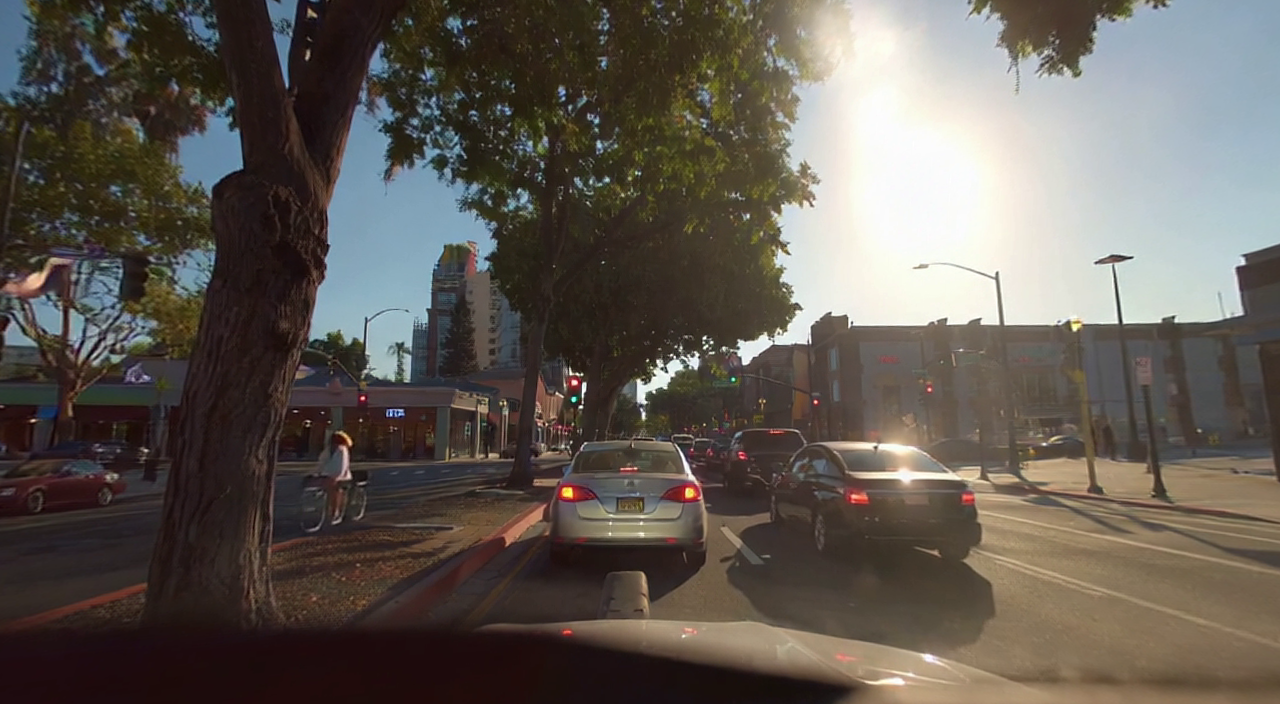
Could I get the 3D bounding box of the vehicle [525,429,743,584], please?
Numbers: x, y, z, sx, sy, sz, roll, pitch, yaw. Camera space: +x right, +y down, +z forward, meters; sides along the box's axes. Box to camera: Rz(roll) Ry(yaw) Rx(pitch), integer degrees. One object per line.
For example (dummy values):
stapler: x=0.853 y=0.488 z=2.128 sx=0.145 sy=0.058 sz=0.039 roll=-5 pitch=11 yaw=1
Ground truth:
vehicle: x=-0.094 y=1.791 z=8.180 sx=2.087 sy=1.456 sz=4.143 roll=0 pitch=-8 yaw=-1

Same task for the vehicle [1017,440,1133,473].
vehicle: x=22.947 y=5.548 z=33.409 sx=4.610 sy=1.622 sz=1.934 roll=-1 pitch=-8 yaw=4

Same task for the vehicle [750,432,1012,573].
vehicle: x=2.906 y=1.894 z=8.780 sx=1.893 sy=1.446 sz=4.270 roll=0 pitch=-8 yaw=-1
